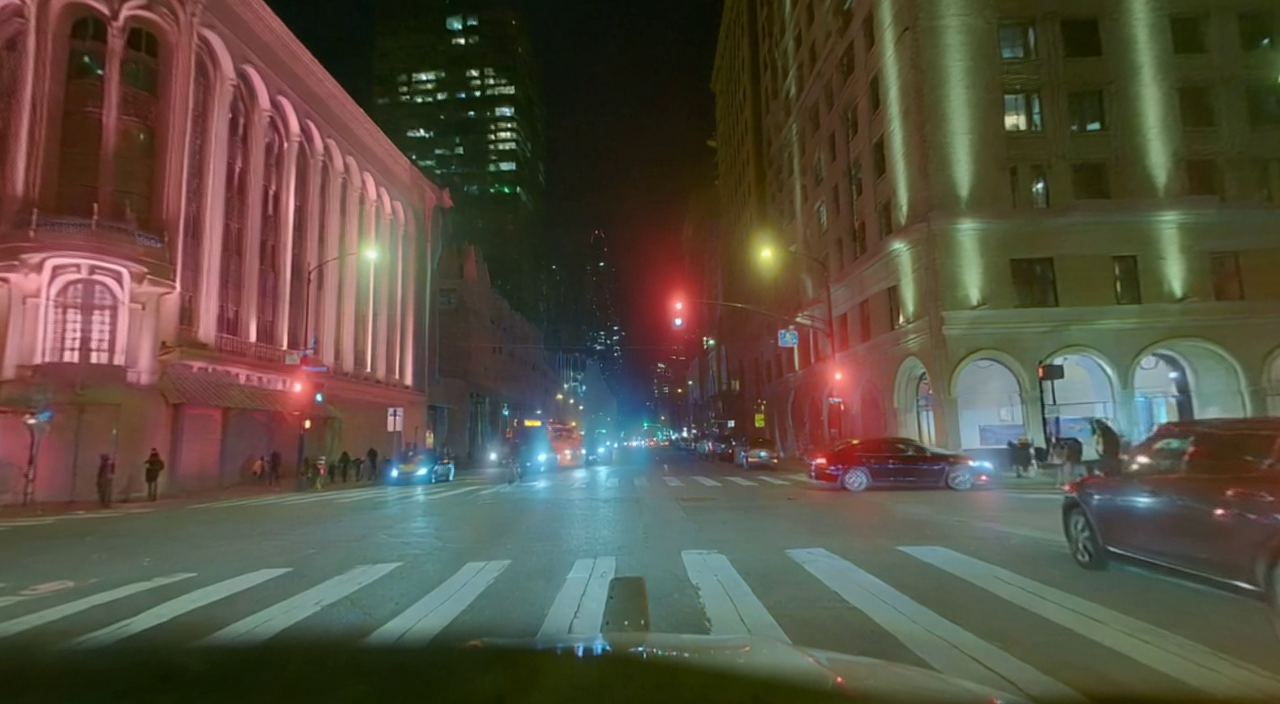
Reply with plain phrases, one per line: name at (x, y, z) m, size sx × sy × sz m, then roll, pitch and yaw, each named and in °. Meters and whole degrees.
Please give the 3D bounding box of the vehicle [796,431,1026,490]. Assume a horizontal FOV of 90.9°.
vehicle at (7.179, 2.947, 17.331) m, size 5.388 × 1.465 × 2.050 m, roll -1°, pitch -8°, yaw 9°

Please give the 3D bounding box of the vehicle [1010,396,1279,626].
vehicle at (5.408, 1.263, 5.600) m, size 1.912 × 1.505 × 4.889 m, roll -1°, pitch -8°, yaw 9°

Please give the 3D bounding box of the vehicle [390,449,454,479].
vehicle at (-11.924, 6.119, 34.798) m, size 1.998 × 1.505 × 4.405 m, roll 0°, pitch -8°, yaw 0°

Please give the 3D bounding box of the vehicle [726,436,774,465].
vehicle at (6.252, 5.649, 36.308) m, size 1.926 × 1.574 × 3.961 m, roll 0°, pitch -8°, yaw -2°

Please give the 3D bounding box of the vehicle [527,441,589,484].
vehicle at (-2.920, 4.039, 23.384) m, size 1.904 × 1.402 × 4.759 m, roll 0°, pitch -8°, yaw -3°
